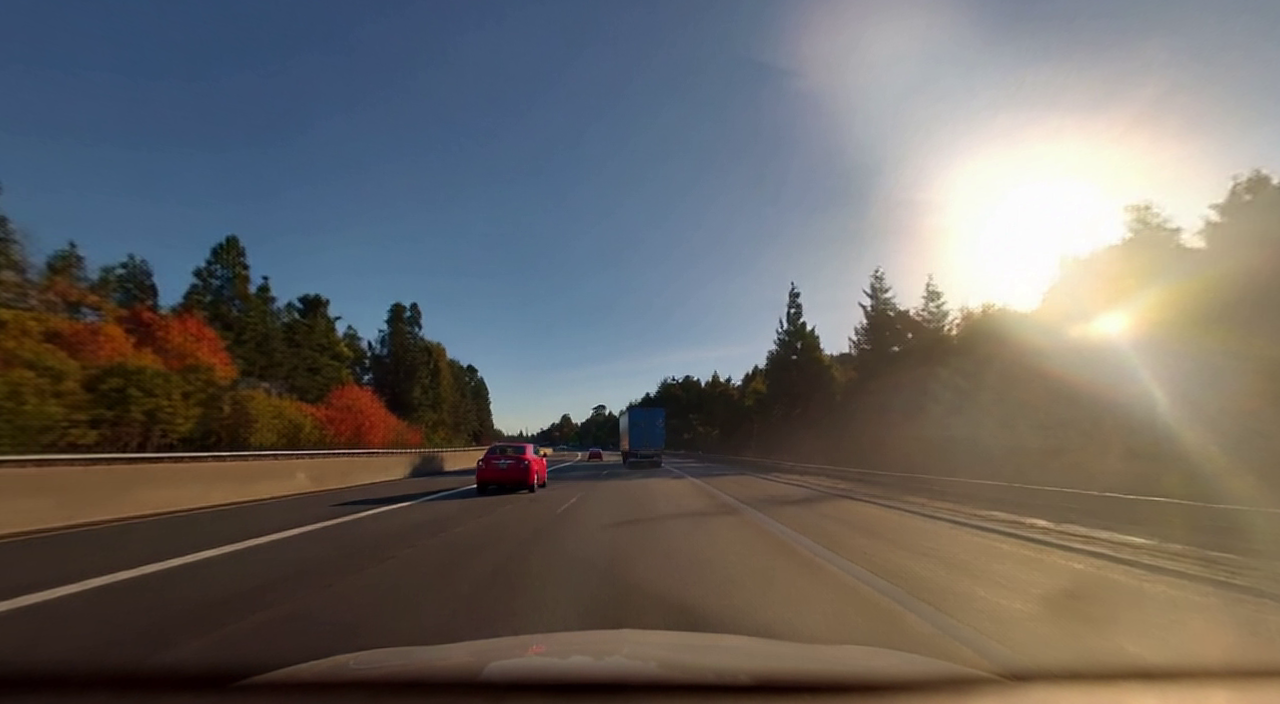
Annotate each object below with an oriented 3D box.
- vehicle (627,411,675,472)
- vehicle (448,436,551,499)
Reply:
[{"bbox_3d":[0.588,6.125,42.775,2.893,3.628,9.081,0,-9,-1],"label":"vehicle"},{"bbox_3d":[-3.875,3.262,18.149,1.977,1.602,3.944,0,-9,1],"label":"vehicle"}]
